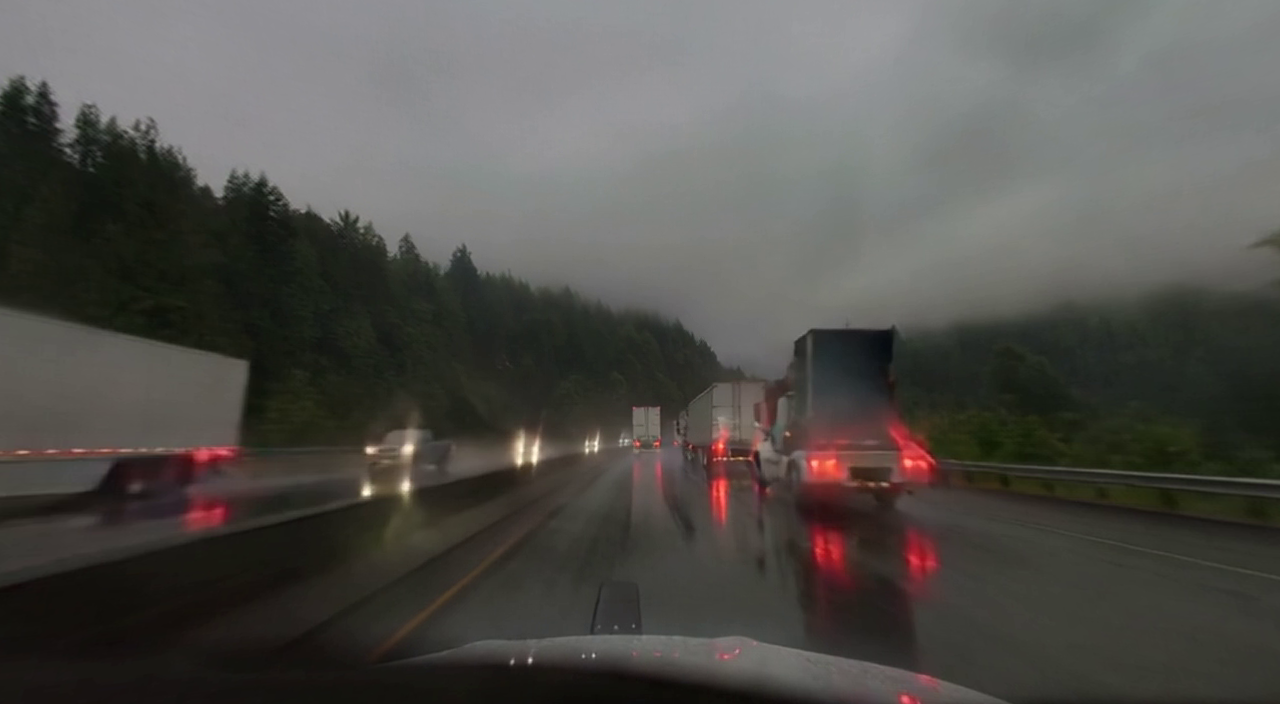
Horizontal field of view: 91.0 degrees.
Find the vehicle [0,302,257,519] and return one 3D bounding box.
[{"bbox_3d":[-13.160,1.174,12.134,2.978,3.924,13.663,0,-8,0],"label":"vehicle"}]

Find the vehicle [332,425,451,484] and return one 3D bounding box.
[{"bbox_3d":[-8.712,3.634,22.641,2.294,1.856,4.734,0,-8,0],"label":"vehicle"}]

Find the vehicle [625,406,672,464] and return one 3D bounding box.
[{"bbox_3d":[0.454,5.277,39.747,2.644,3.247,7.454,0,-8,0],"label":"vehicle"}]

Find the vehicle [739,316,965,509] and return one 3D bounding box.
[{"bbox_3d":[4.440,1.534,14.920,2.956,3.604,6.277,0,-8,-1],"label":"vehicle"}]

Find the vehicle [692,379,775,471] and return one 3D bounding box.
[{"bbox_3d":[4.490,3.832,32.163,2.860,4.036,8.586,0,-8,0],"label":"vehicle"}]
